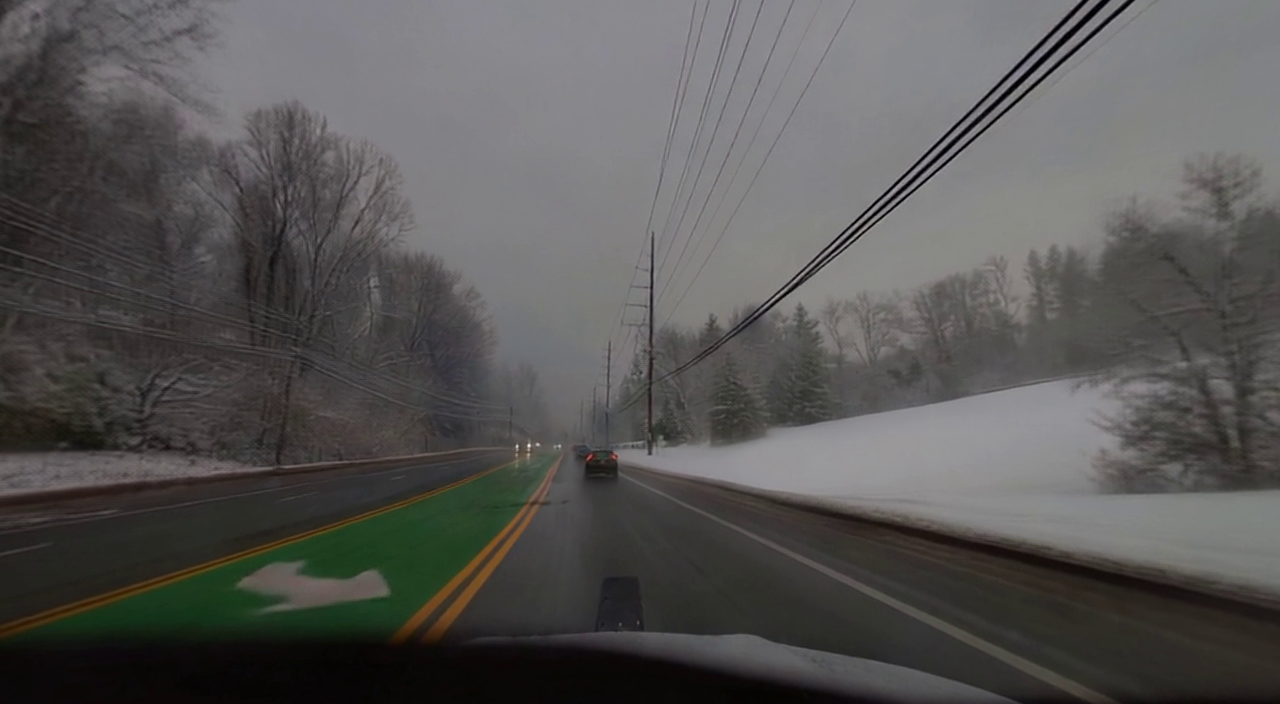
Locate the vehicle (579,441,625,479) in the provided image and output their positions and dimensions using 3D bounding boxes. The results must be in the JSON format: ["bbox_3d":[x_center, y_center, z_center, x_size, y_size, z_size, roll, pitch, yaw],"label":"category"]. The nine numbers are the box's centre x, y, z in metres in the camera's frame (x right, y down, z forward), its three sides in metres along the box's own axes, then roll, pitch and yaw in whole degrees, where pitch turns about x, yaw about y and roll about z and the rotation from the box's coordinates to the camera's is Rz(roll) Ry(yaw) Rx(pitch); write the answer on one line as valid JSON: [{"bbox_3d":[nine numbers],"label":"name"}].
[{"bbox_3d":[-2.012,5.430,32.105,2.140,1.767,4.720,1,-9,-6],"label":"vehicle"}]
